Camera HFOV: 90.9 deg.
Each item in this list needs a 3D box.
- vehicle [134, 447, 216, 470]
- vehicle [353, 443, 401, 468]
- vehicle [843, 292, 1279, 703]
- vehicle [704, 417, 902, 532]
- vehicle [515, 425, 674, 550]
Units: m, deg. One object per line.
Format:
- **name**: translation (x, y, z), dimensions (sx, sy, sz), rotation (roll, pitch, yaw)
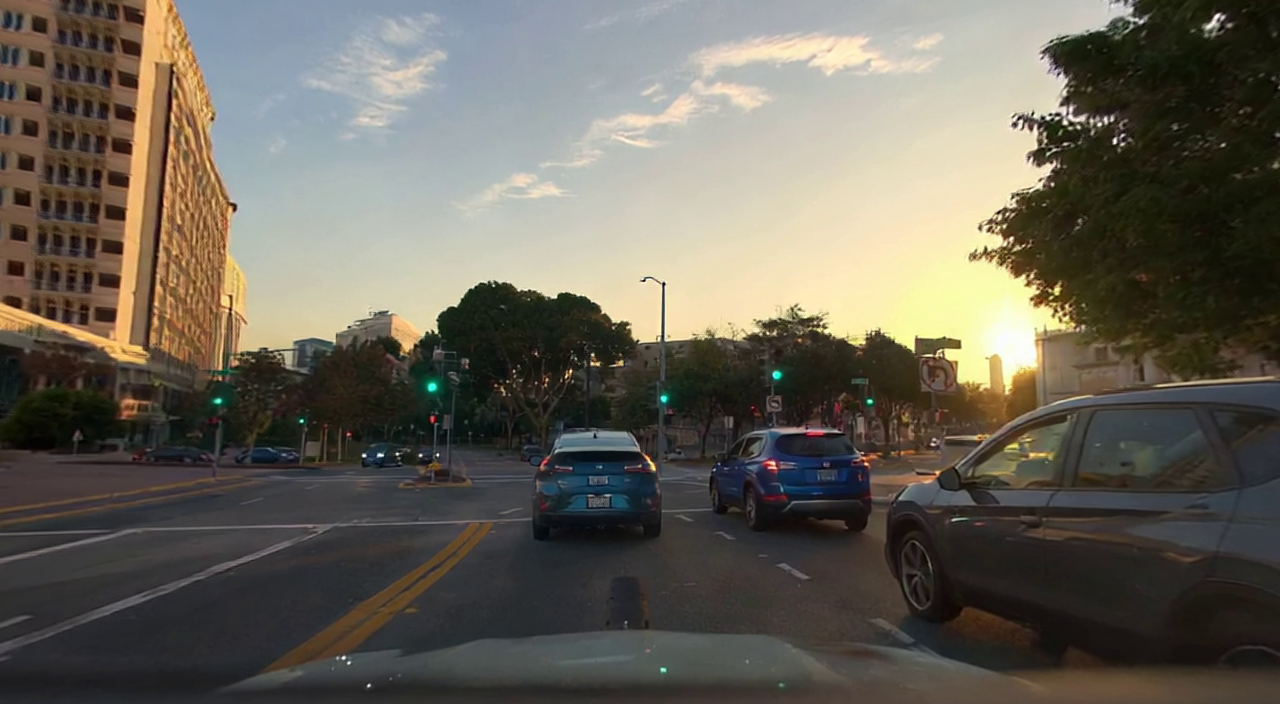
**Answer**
- **vehicle**: translation (-33.074, 7.531, 44.823), dimensions (4.653, 1.459, 2.228), rotation (-1, -8, 17)
- **vehicle**: translation (-19.164, 7.528, 46.129), dimensions (2.303, 1.692, 4.571), rotation (1, -9, -11)
- **vehicle**: translation (3.179, 0.910, 3.471), dimensions (2.320, 1.772, 4.872), rotation (0, -9, -2)
- **vehicle**: translation (2.717, 2.174, 11.806), dimensions (2.103, 1.710, 4.396), rotation (1, -9, -7)
- **vehicle**: translation (-0.876, 2.098, 10.471), dimensions (2.132, 1.632, 3.889), rotation (1, -9, -8)
